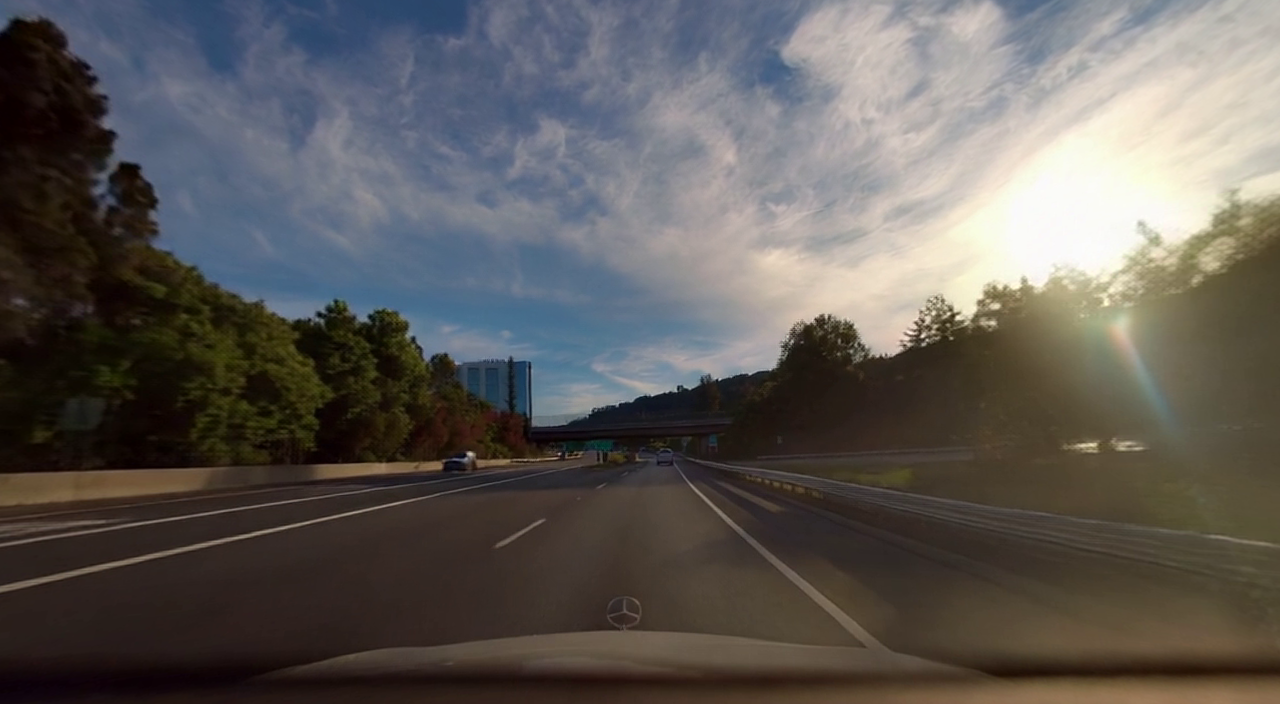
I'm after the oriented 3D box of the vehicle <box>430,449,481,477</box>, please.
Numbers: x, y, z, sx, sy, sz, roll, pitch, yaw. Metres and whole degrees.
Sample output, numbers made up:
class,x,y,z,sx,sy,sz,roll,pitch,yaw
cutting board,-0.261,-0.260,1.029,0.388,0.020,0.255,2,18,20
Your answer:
class,x,y,z,sx,sy,sz,roll,pitch,yaw
vehicle,-11.931,7.175,41.036,1.981,1.676,4.508,0,-9,0
